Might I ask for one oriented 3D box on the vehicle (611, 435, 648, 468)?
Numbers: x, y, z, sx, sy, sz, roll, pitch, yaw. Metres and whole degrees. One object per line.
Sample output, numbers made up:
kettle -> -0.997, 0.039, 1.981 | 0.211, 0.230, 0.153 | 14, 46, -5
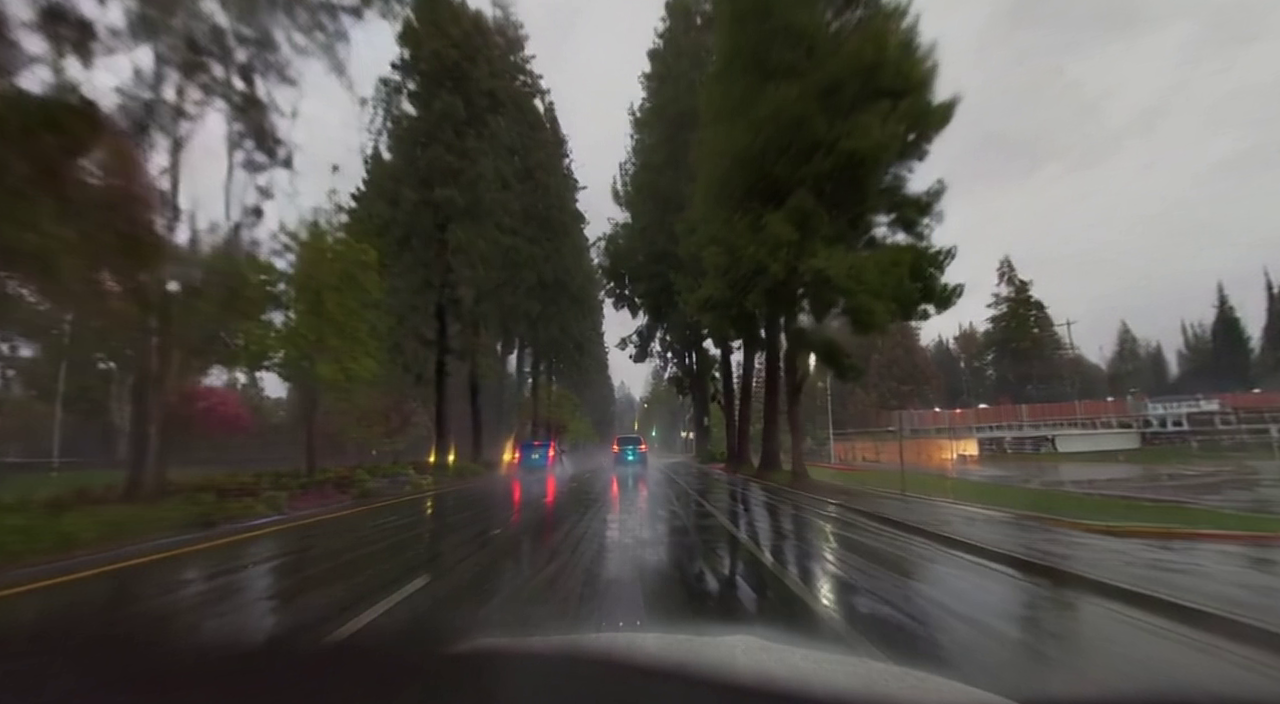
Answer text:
vehicle -> -0.597, 5.632, 35.997 | 2.018, 1.769, 3.897 | 0, -8, -1

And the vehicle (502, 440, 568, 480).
vehicle -> -4.171, 4.361, 25.776 | 1.917, 1.448, 4.178 | 0, -8, 0
